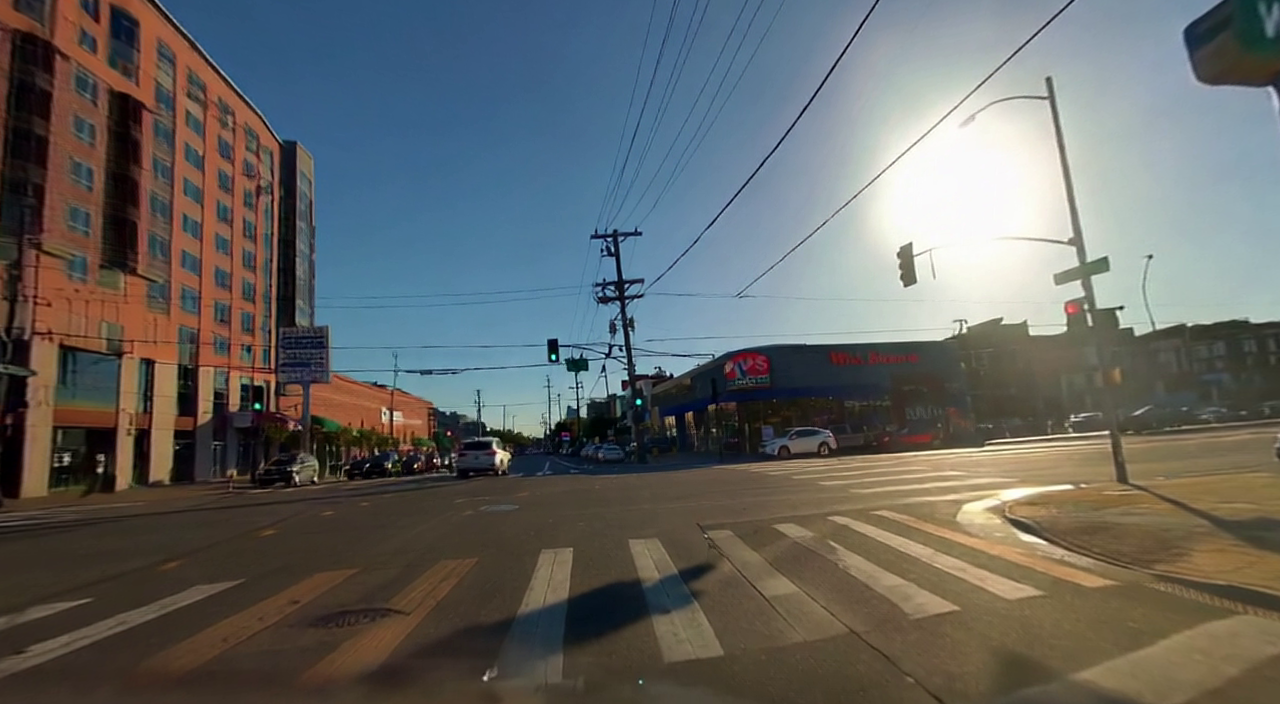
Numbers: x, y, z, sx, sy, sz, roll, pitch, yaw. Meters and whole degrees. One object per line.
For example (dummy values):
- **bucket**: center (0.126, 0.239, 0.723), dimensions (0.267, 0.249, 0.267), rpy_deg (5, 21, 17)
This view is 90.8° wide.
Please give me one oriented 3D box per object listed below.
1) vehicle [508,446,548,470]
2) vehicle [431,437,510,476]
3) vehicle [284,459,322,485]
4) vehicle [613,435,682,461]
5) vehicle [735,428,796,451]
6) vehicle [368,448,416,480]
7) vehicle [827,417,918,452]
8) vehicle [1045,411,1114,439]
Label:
- **vehicle**: center (-8.545, 8.011, 47.917), dimensions (1.968, 1.675, 4.177), rpy_deg (4, -9, -25)
- **vehicle**: center (-7.426, 4.629, 28.130), dimensions (2.166, 1.579, 4.300), rpy_deg (-1, -8, 2)
- **vehicle**: center (-22.809, 8.055, 42.671), dimensions (1.944, 1.520, 4.512), rpy_deg (5, -10, -30)
- **vehicle**: center (0.501, 6.675, 43.933), dimensions (4.506, 1.733, 1.857), rpy_deg (2, -9, -16)
- **vehicle**: center (8.292, 5.858, 42.081), dimensions (1.866, 1.430, 3.901), rpy_deg (5, -10, -30)
- **vehicle**: center (-12.537, 5.625, 32.113), dimensions (2.036, 1.443, 4.429), rpy_deg (3, -9, -20)
- **vehicle**: center (12.466, 4.440, 33.789), dimensions (4.474, 1.788, 2.039), rpy_deg (4, -10, -28)
- **vehicle**: center (34.200, 5.664, 49.165), dimensions (5.209, 1.774, 2.210), rpy_deg (-1, -5, -30)
